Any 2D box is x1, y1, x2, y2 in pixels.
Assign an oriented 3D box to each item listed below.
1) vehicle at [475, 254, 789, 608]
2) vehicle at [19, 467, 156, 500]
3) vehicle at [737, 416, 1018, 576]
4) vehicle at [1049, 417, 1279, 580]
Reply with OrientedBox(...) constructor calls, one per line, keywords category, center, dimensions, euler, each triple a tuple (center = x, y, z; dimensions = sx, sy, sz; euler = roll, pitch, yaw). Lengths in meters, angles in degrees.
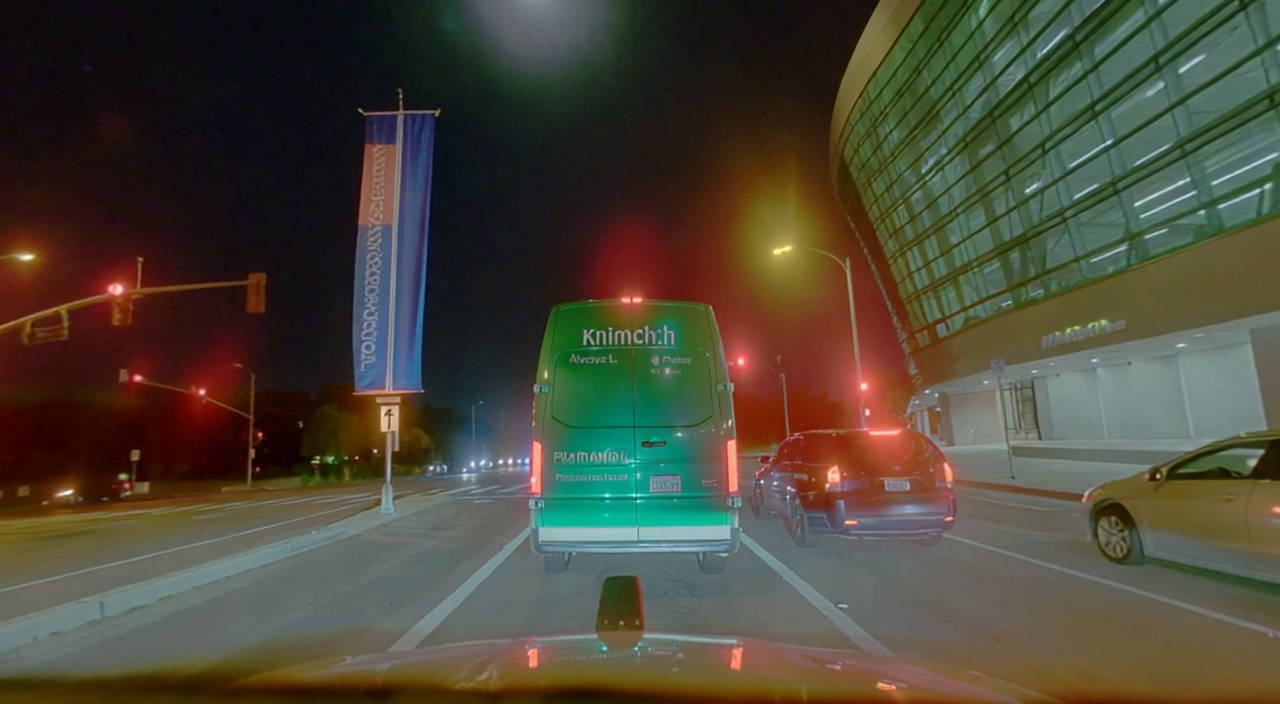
OrientedBox(category="vehicle", center=(-0.032, 1.168, 9.106), dimensions=(2.613, 3.035, 7.342), euler=(0, -8, 1))
OrientedBox(category="vehicle", center=(-28.234, 6.746, 32.469), dimensions=(4.888, 1.481, 1.873), euler=(2, -9, -12))
OrientedBox(category="vehicle", center=(2.883, 1.862, 9.041), dimensions=(2.183, 1.676, 4.506), euler=(0, -8, -1))
OrientedBox(category="vehicle", center=(7.533, 1.582, 7.004), dimensions=(1.963, 1.669, 4.678), euler=(3, -9, -20))
